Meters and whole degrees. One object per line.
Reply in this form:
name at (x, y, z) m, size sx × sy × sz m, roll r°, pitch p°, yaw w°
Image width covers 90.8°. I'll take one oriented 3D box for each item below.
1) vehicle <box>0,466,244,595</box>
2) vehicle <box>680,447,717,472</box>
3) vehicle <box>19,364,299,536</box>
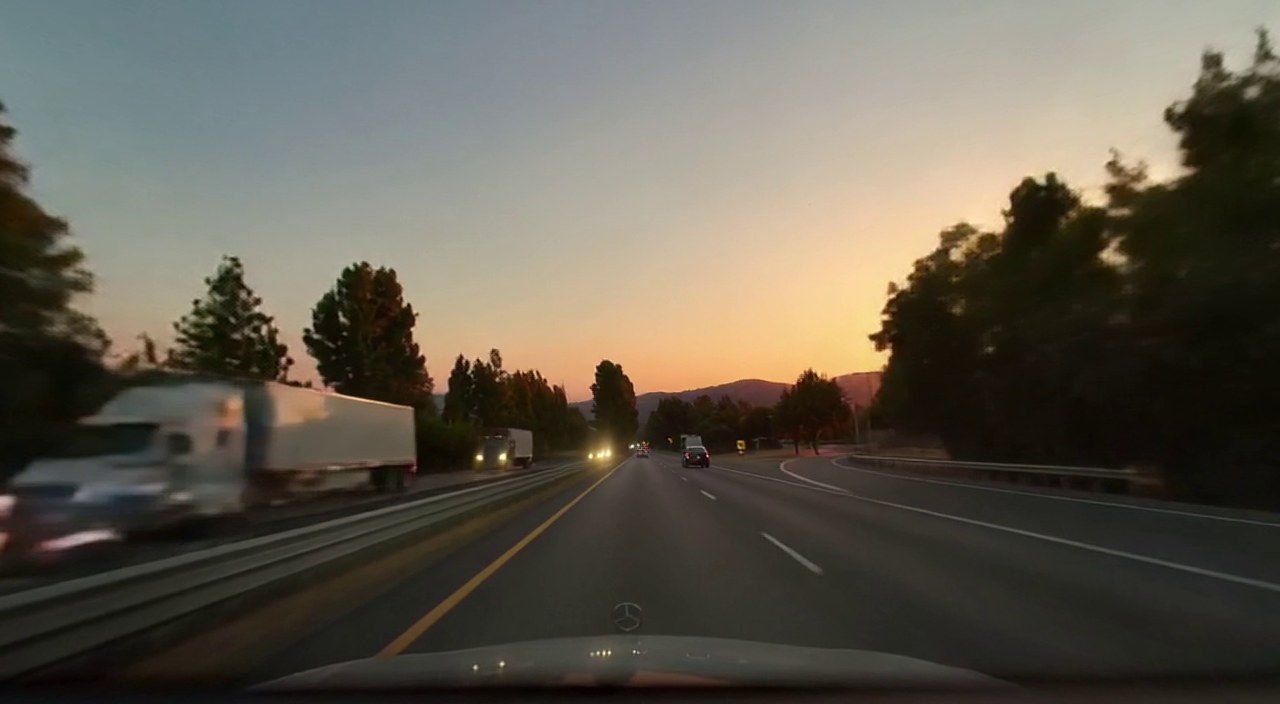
vehicle at (-8.269, 2.538, 9.661) m, size 1.882 × 1.452 × 3.812 m, roll 0°, pitch -9°, yaw 0°
vehicle at (3.775, 7.038, 41.478) m, size 2.013 × 1.584 × 3.995 m, roll 0°, pitch -9°, yaw 0°
vehicle at (-12.801, 2.713, 17.707) m, size 2.985 × 3.990 × 5.823 m, roll 0°, pitch -9°, yaw 0°
